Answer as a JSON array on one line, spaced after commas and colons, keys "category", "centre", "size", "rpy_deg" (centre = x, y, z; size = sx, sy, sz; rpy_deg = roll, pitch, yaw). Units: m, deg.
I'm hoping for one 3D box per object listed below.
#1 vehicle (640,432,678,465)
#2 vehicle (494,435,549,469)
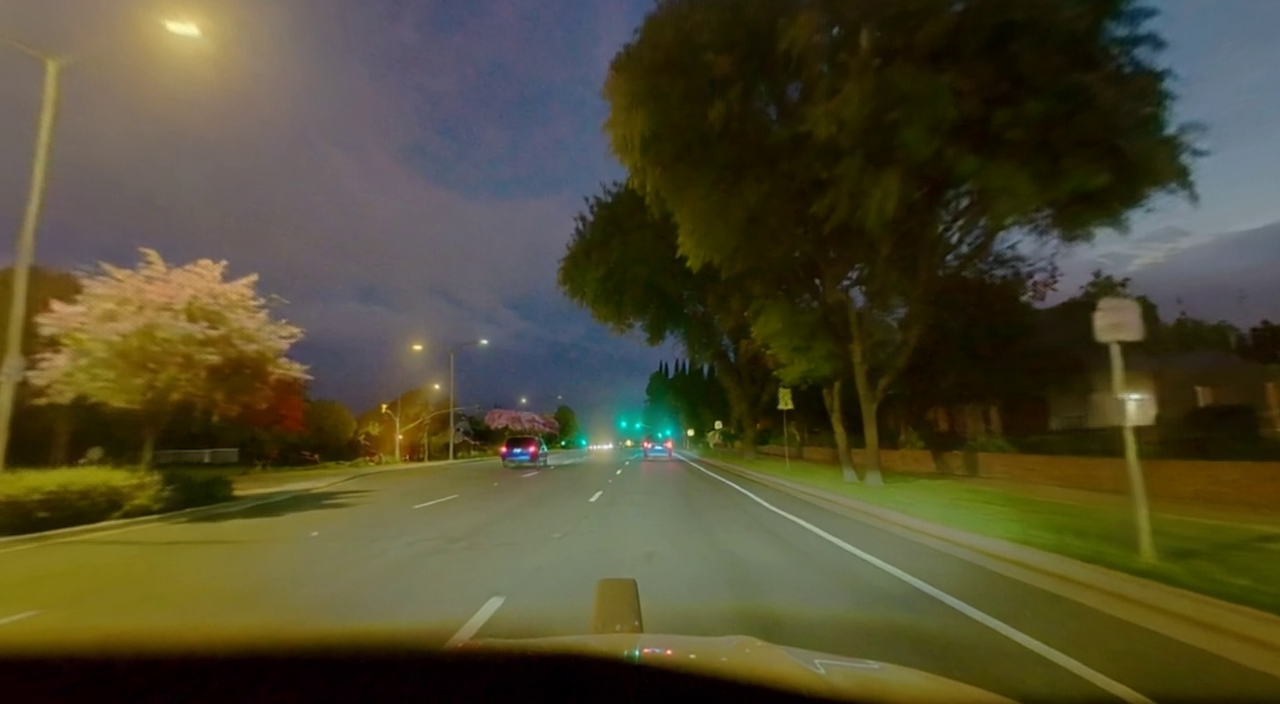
[{"category": "vehicle", "centre": [1.066, 5.633, 37.058], "size": [2.070, 1.764, 4.552], "rpy_deg": [0, -8, 1]}, {"category": "vehicle", "centre": [-6.222, 5.284, 33.714], "size": [1.993, 1.657, 4.487], "rpy_deg": [-1, -8, 2]}]
